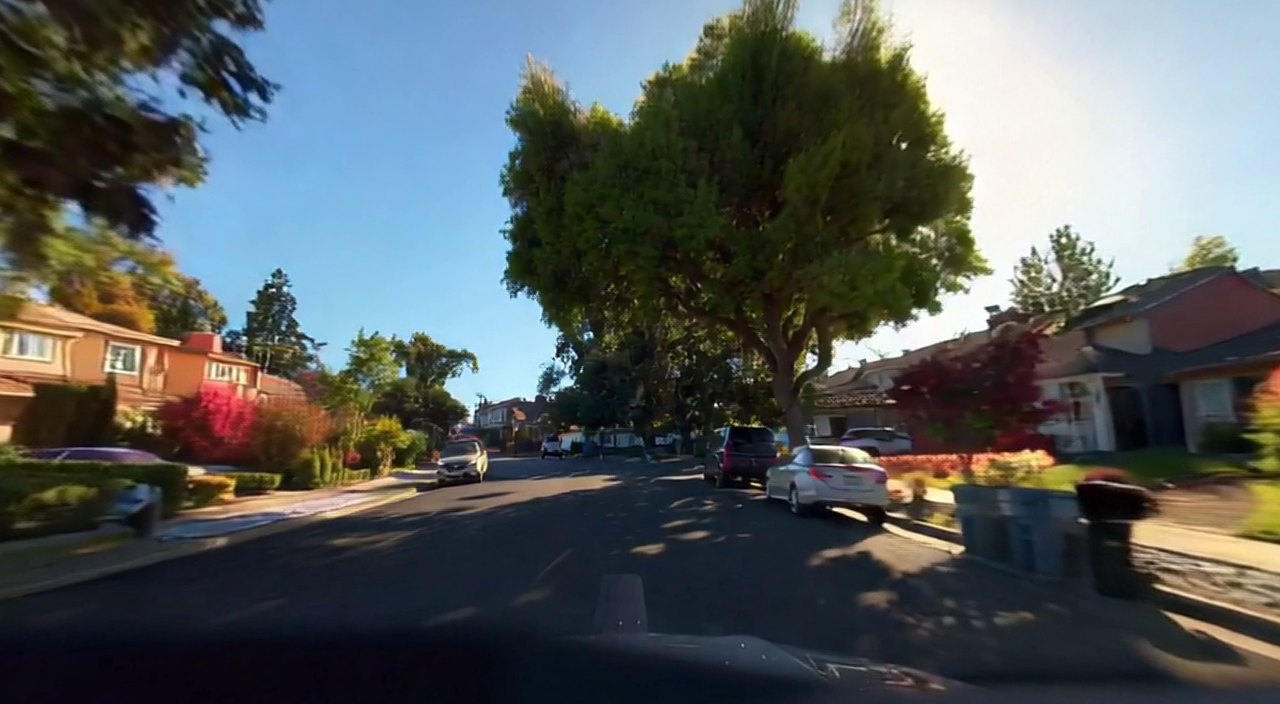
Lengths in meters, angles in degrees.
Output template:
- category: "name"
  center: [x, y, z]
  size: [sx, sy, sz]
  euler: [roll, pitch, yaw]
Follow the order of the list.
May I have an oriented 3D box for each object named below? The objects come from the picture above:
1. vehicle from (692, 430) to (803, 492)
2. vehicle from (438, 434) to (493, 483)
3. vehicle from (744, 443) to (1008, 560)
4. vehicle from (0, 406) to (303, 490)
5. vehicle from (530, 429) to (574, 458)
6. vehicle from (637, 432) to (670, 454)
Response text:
- category: "vehicle"
  center: [3.248, 3.394, 20.175]
  size: [1.993, 1.720, 4.583]
  euler: [2, -8, -11]
- category: "vehicle"
  center: [-7.384, 4.431, 26.801]
  size: [1.976, 1.855, 4.299]
  euler: [2, -8, -15]
- category: "vehicle"
  center: [3.459, 2.258, 10.532]
  size: [1.984, 1.437, 4.726]
  euler: [1, -8, -9]
- category: "vehicle"
  center: [-12.980, 2.580, 17.394]
  size: [6.197, 1.824, 2.113]
  euler: [0, -8, -17]
- category: "vehicle"
  center: [-6.987, 7.159, 49.660]
  size: [2.371, 2.138, 5.373]
  euler: [2, -8, -19]
- category: "vehicle"
  center: [1.095, 7.158, 49.567]
  size: [2.258, 1.675, 4.032]
  euler: [-1, -9, 6]
